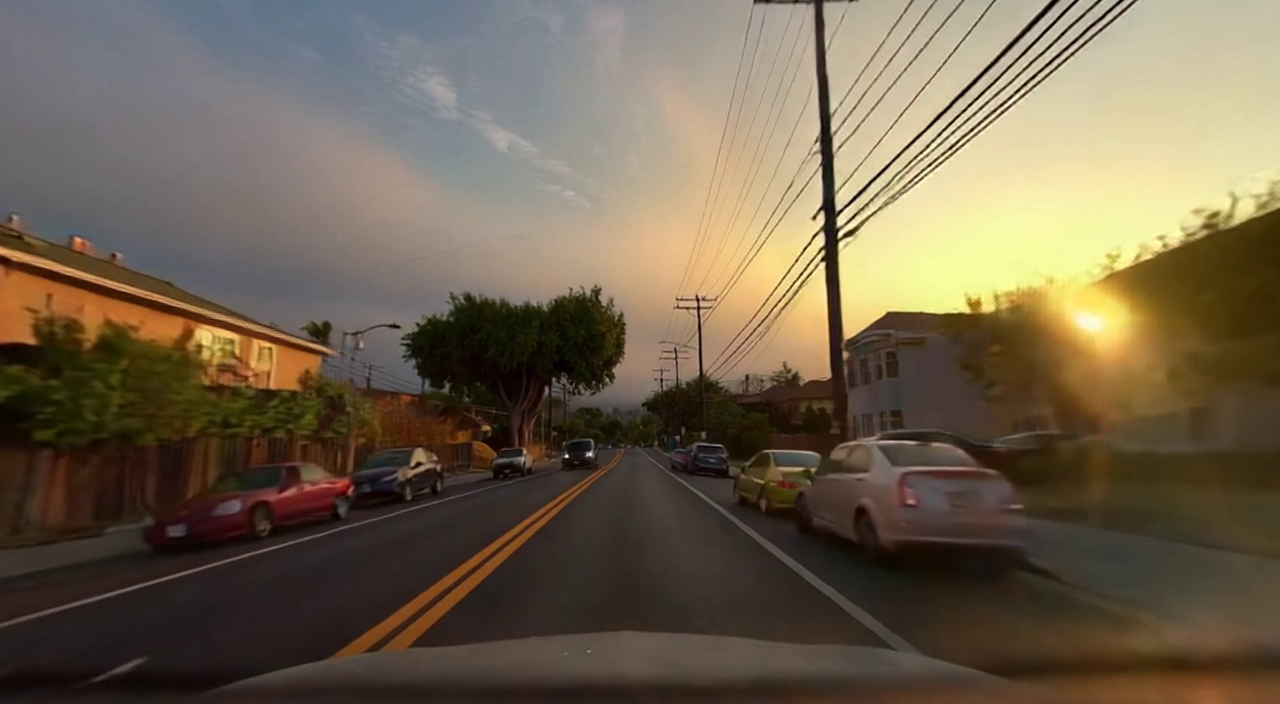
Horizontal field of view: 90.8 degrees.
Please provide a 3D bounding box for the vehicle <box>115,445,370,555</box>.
[{"bbox_3d":[-6.701,2.473,11.403,1.866,1.487,4.416,-1,-8,-2],"label":"vehicle"}]

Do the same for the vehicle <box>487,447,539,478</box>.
[{"bbox_3d":[-6.967,6.067,35.028,1.843,1.589,4.416,0,-9,1],"label":"vehicle"}]

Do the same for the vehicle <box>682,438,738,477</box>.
[{"bbox_3d":[3.296,5.106,30.781,2.031,1.762,4.749,0,-9,-2],"label":"vehicle"}]

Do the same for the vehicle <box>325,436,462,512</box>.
[{"bbox_3d":[-6.744,3.321,17.957,2.014,1.817,4.639,-1,-8,0],"label":"vehicle"}]

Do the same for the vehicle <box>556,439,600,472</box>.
[{"bbox_3d":[-3.696,6.290,38.526,2.210,1.838,4.854,0,-9,0],"label":"vehicle"}]

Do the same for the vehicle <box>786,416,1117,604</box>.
[{"bbox_3d":[3.208,1.697,7.676,1.826,1.614,4.241,0,-9,0],"label":"vehicle"}]
